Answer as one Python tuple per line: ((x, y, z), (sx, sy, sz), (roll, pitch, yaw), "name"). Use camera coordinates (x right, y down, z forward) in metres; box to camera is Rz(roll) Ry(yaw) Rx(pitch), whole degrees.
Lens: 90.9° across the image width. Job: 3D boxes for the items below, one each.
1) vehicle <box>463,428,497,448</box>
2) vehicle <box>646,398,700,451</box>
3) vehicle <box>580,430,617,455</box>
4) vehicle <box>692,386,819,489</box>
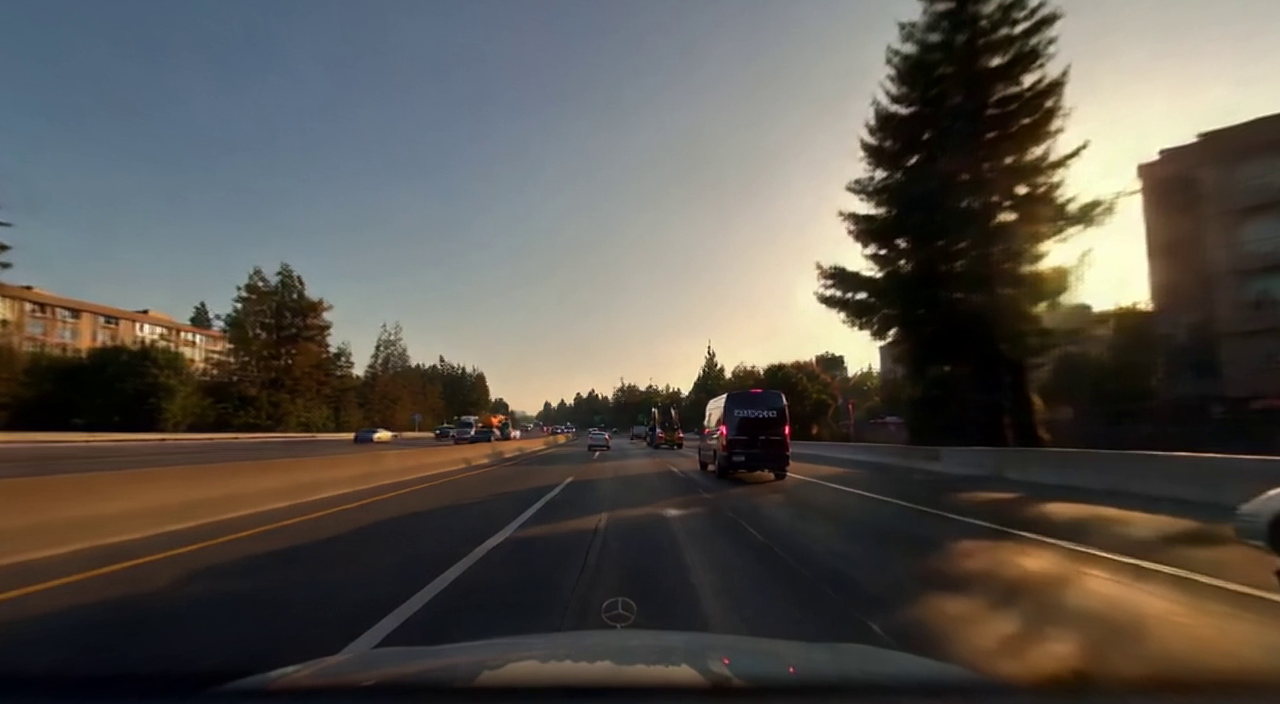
((-12.601, 6.788, 49.873), (1.781, 1.459, 4.003), (1, -8, -2), "vehicle")
((2.403, 5.784, 49.368), (2.912, 3.738, 10.123), (1, -8, -4), "vehicle")
((-2.602, 5.851, 40.666), (2.217, 1.502, 4.222), (0, -8, -1), "vehicle")
((3.108, 2.510, 18.576), (2.386, 2.509, 5.880), (0, -8, -2), "vehicle")
